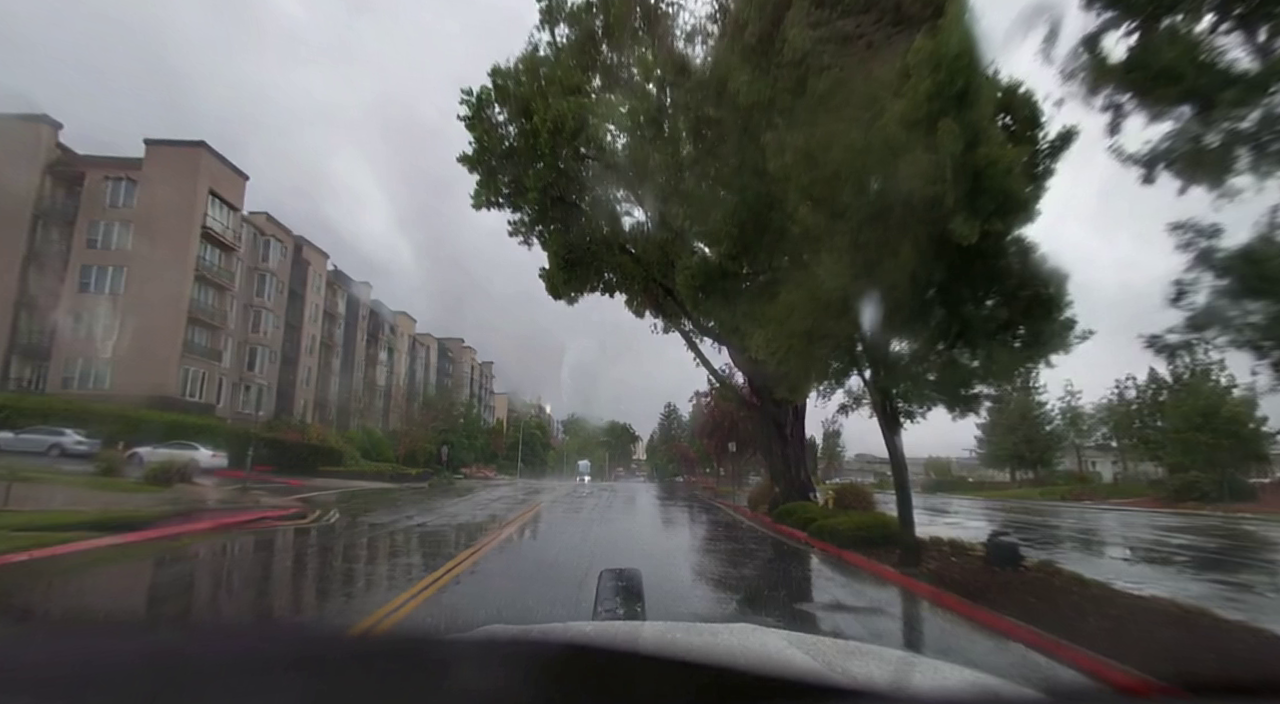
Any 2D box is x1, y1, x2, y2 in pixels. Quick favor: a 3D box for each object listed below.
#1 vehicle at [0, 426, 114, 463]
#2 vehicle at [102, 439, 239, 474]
[{"bbox_3d":[-25.478,3.940,26.933,4.393,1.478,1.776,0,-8,-3],"label":"vehicle"},{"bbox_3d":[-19.941,4.430,26.954,4.322,1.436,1.827,0,-8,-1],"label":"vehicle"}]
